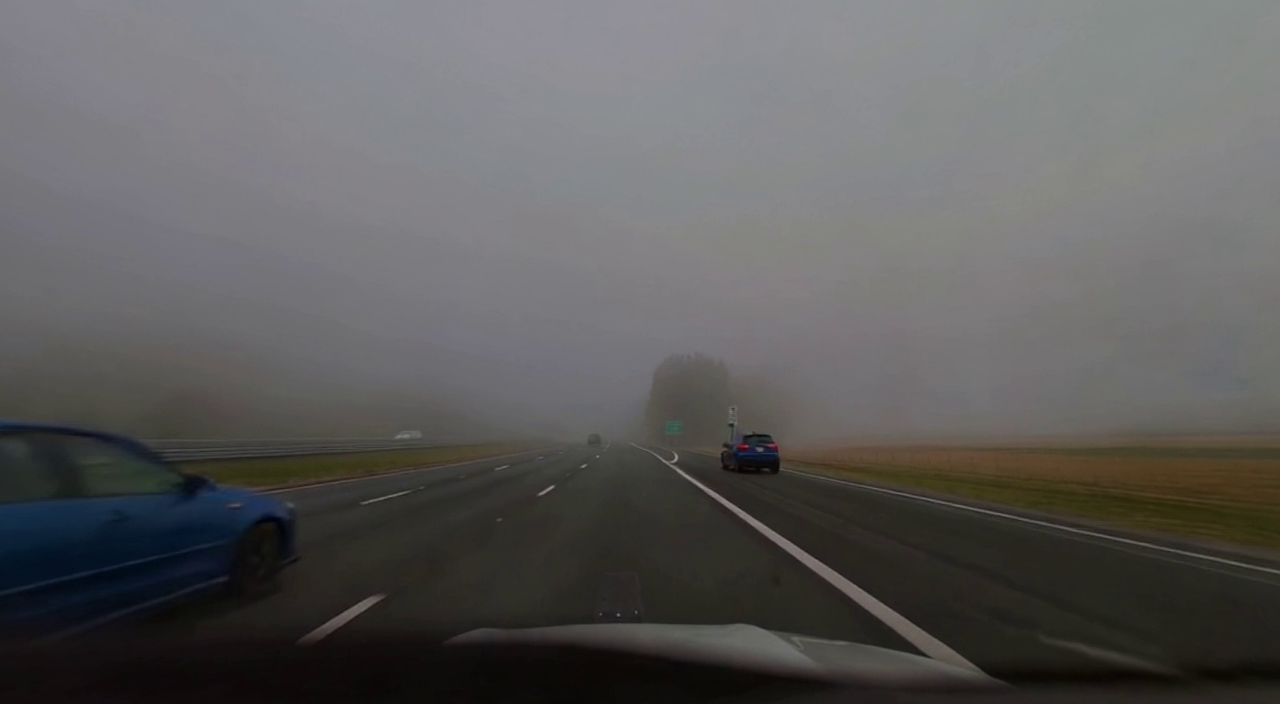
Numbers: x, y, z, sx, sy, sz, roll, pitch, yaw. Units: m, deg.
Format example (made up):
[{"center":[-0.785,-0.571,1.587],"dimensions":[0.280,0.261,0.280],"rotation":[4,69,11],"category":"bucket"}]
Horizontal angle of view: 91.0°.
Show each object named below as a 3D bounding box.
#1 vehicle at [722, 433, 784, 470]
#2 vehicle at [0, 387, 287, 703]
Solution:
[{"center":[5.225,4.673,29.842],"dimensions":[2.084,1.614,4.762],"rotation":[0,-8,1],"category":"vehicle"},{"center":[-3.842,0.976,3.015],"dimensions":[2.008,1.567,3.959],"rotation":[0,-8,0],"category":"vehicle"}]
